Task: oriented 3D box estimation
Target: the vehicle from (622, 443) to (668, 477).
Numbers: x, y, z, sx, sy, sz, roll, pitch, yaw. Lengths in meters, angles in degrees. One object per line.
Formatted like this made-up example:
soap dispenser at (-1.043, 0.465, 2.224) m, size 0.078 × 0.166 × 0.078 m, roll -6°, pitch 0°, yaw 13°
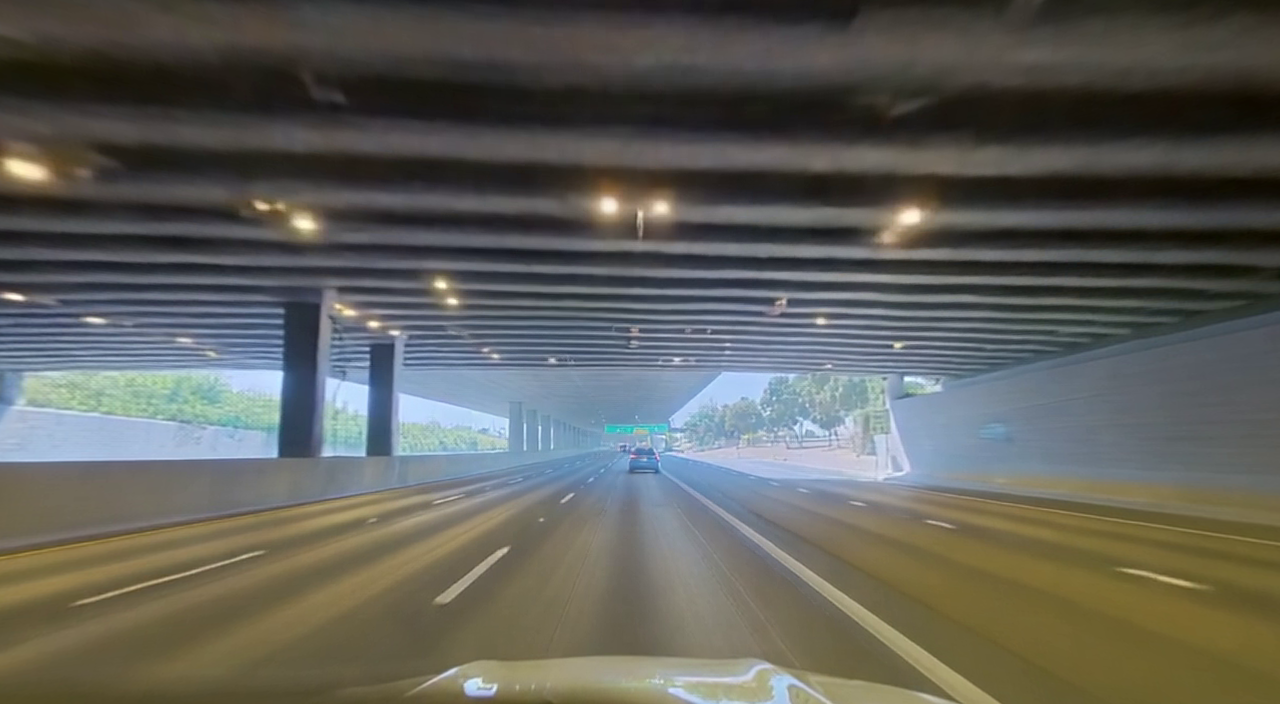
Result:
vehicle at (0.224, 5.245, 30.785) m, size 2.055 × 1.501 × 4.321 m, roll 0°, pitch -9°, yaw 0°
